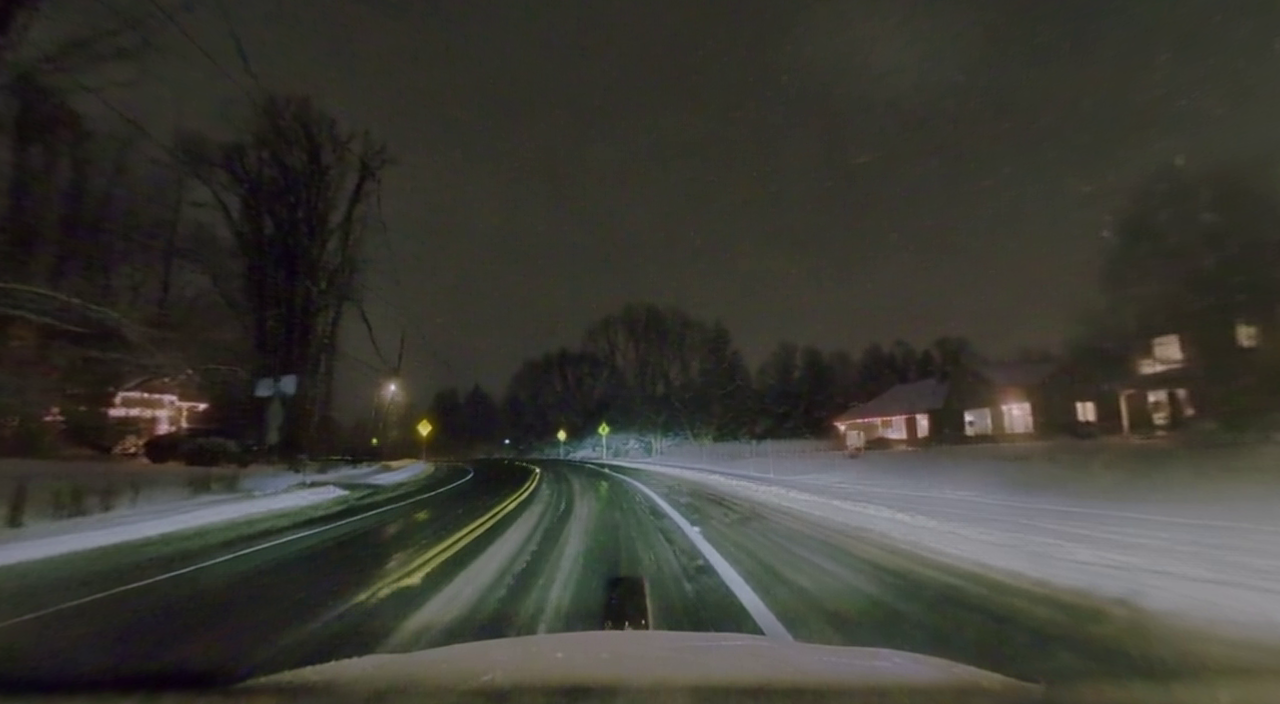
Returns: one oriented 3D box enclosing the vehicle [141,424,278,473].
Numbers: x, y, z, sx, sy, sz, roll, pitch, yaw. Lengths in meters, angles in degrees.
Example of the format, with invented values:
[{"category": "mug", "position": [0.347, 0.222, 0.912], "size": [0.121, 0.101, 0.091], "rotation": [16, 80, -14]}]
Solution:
[{"category": "vehicle", "position": [-17.560, 3.908, 25.745], "size": [4.562, 1.857, 2.129], "rotation": [-2, -9, 18]}]
